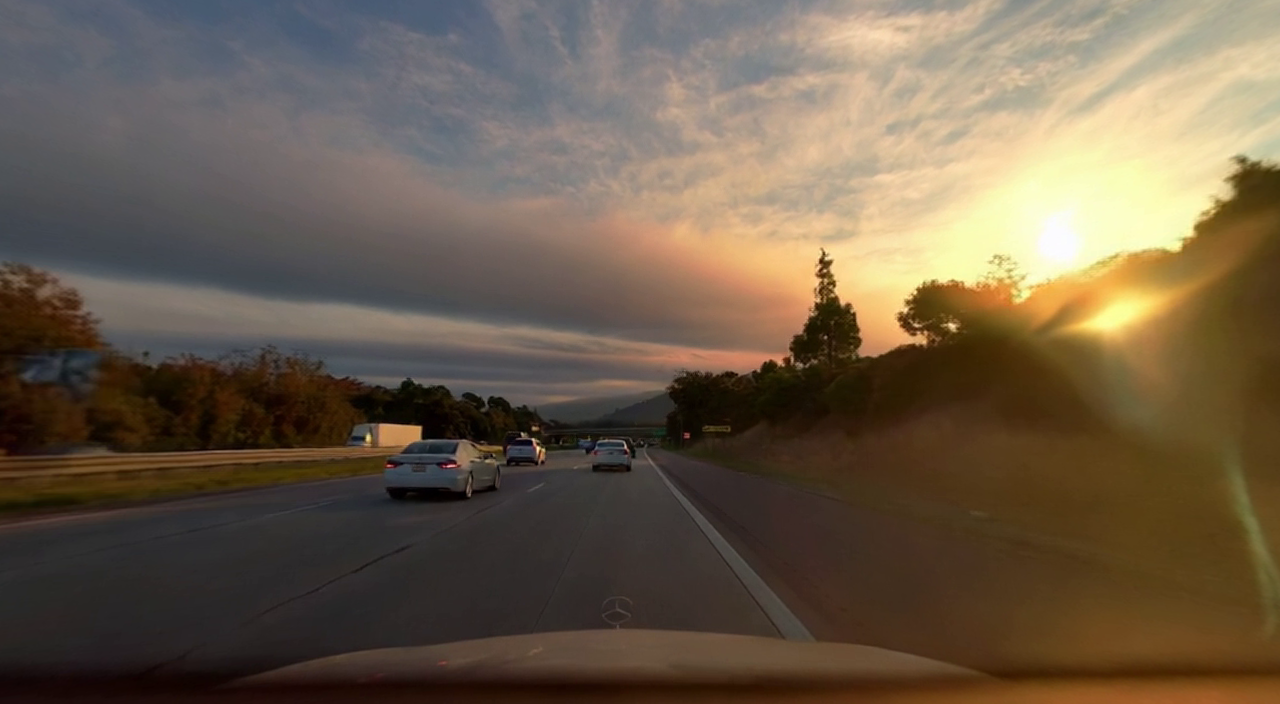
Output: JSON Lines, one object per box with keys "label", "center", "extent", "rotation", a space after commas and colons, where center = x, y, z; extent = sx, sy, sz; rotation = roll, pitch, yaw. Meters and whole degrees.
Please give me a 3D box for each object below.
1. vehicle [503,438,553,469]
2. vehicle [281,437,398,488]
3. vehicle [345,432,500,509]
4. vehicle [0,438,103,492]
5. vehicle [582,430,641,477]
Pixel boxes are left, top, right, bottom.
{"label": "vehicle", "center": [-5.526, 5.031, 31.405], "extent": [1.835, 1.432, 3.835], "rotation": [0, -8, 0]}
{"label": "vehicle", "center": [-9.497, 3.481, 20.254], "extent": [1.850, 1.439, 3.932], "rotation": [0, -8, 0]}
{"label": "vehicle", "center": [-4.703, 2.600, 14.414], "extent": [1.971, 1.464, 4.386], "rotation": [0, -8, 0]}
{"label": "vehicle", "center": [-21.899, 3.887, 21.900], "extent": [2.037, 1.740, 4.968], "rotation": [0, -8, -1]}
{"label": "vehicle", "center": [-1.073, 3.970, 24.930], "extent": [2.178, 1.658, 3.916], "rotation": [0, -8, -1]}
